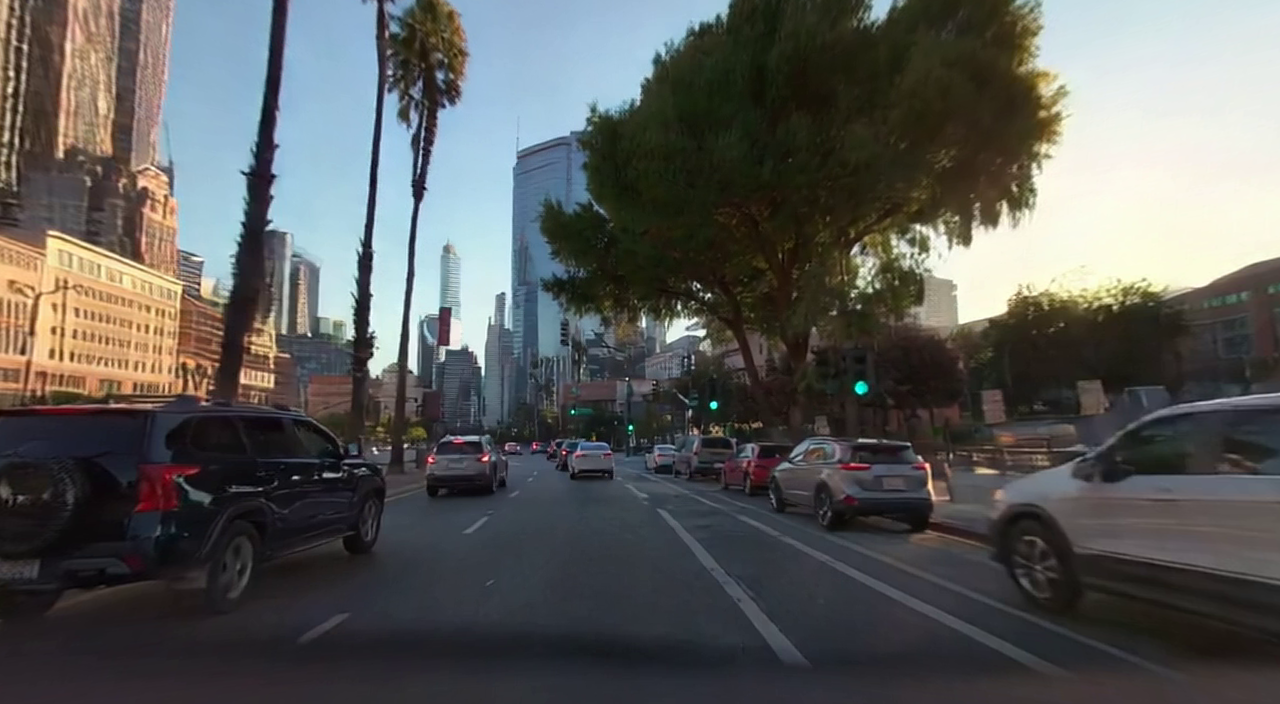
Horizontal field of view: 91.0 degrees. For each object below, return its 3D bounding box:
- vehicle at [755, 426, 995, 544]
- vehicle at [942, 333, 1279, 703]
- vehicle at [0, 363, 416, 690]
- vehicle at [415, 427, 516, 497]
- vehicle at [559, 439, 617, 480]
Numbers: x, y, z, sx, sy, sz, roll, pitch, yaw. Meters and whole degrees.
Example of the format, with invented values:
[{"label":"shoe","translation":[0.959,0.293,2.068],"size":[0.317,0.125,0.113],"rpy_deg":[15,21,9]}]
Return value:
[{"label":"vehicle","translation":[3.547,2.104,10.736],"size":[1.808,1.526,4.894],"rpy_deg":[1,-8,-6]},{"label":"vehicle","translation":[3.974,0.910,3.576],"size":[1.963,1.802,4.648],"rpy_deg":[1,-8,-3]},{"label":"vehicle","translation":[-3.659,1.263,5.642],"size":[1.800,1.797,4.224],"rpy_deg":[0,-8,-1]},{"label":"vehicle","translation":[-4.872,3.122,18.244],"size":[2.014,1.740,4.392],"rpy_deg":[1,-8,-5]},{"label":"vehicle","translation":[-2.108,4.158,24.559],"size":[2.036,1.461,3.890],"rpy_deg":[1,-9,-8]}]
